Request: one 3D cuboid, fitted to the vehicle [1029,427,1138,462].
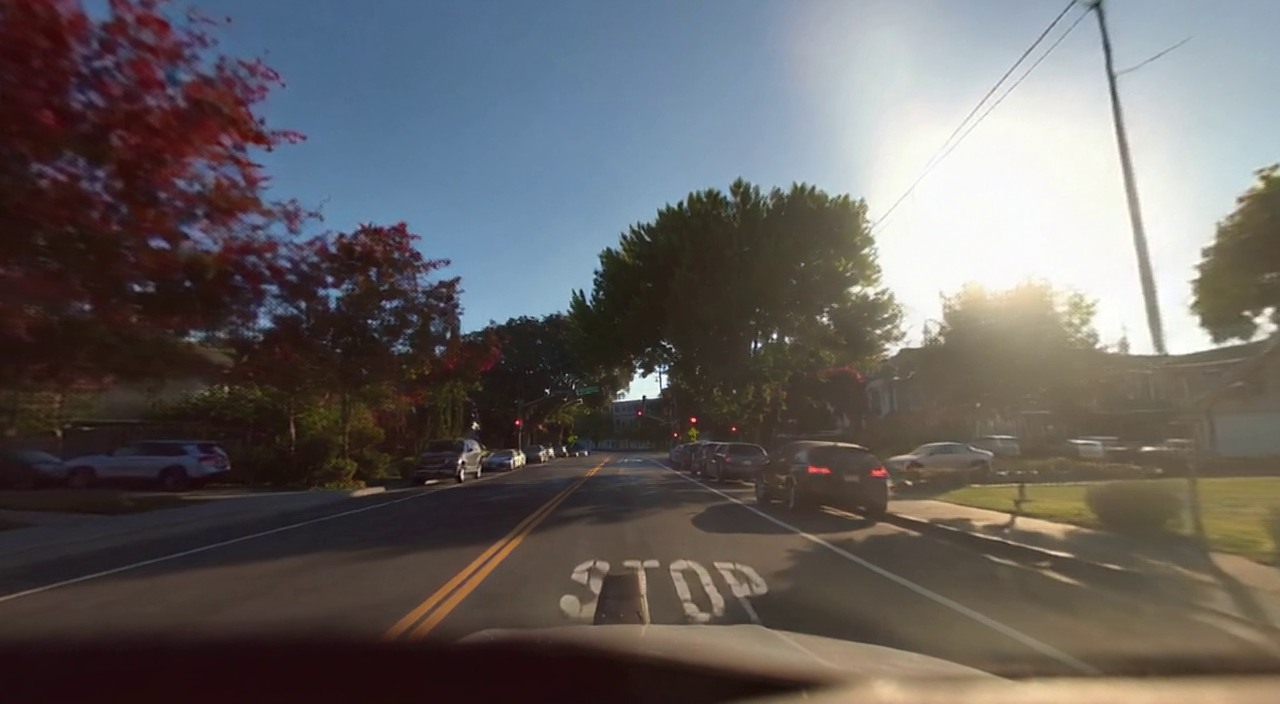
[{"bbox_3d":[24.493,5.116,35.006,4.476,1.795,2.055,0,-9,-2],"label":"vehicle"}]

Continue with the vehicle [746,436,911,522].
[{"bbox_3d":[3.777,2.613,13.612,1.955,1.536,4.395,1,-8,-4],"label":"vehicle"}]

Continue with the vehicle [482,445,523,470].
[{"bbox_3d":[-8.634,6.624,40.022,1.860,1.476,4.594,1,-8,-4],"label":"vehicle"}]

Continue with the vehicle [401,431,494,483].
[{"bbox_3d":[-8.199,4.516,27.585,2.420,2.004,5.615,0,-8,-2],"label":"vehicle"}]

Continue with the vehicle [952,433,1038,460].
[{"bbox_3d":[24.432,6.494,43.564,4.599,1.759,2.060,-1,-9,-1],"label":"vehicle"}]

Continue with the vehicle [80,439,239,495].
[{"bbox_3d":[-14.693,3.507,19.648,1.848,1.562,3.827,0,-8,1],"label":"vehicle"}]

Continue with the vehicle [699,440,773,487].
[{"bbox_3d":[3.340,3.979,22.897,1.809,1.513,4.264,1,-8,-3],"label":"vehicle"}]
